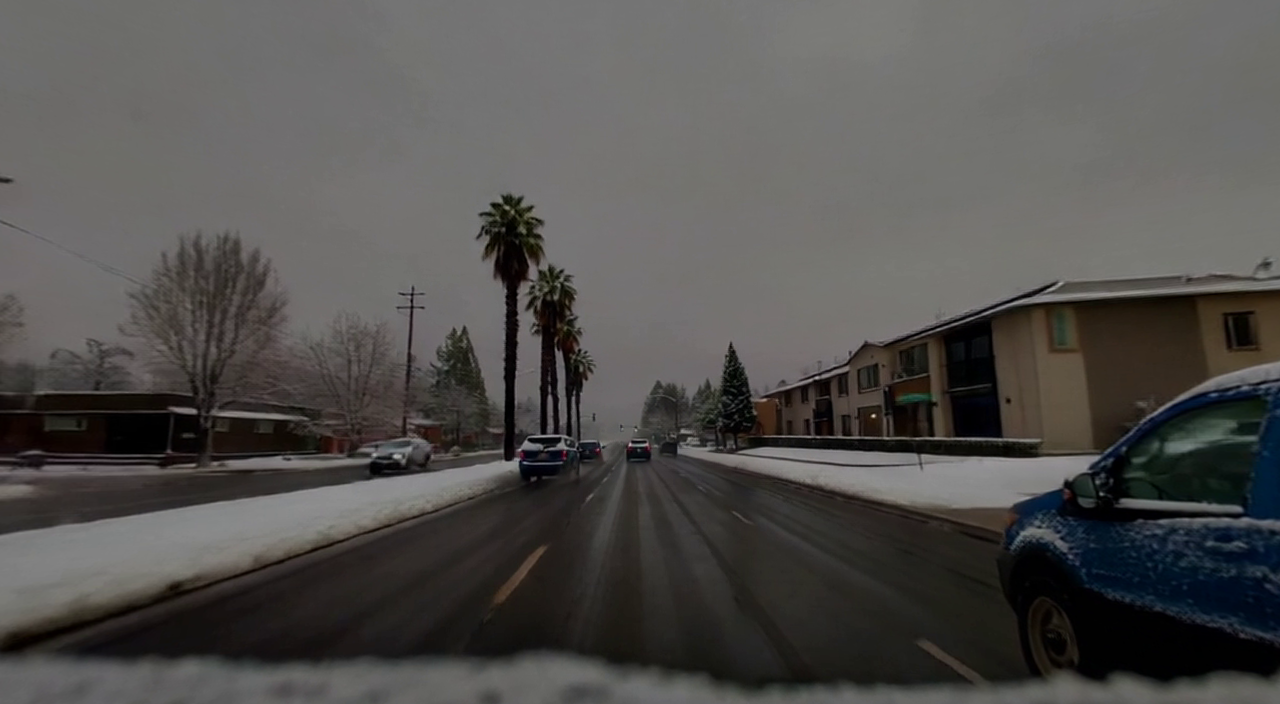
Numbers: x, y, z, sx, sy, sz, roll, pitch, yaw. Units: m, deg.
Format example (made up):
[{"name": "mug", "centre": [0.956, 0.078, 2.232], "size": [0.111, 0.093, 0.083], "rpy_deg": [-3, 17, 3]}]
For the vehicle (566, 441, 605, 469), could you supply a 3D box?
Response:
[{"name": "vehicle", "centre": [-3.015, 5.776, 35.612], "size": [1.869, 1.454, 4.142], "rpy_deg": [0, -8, -1]}]

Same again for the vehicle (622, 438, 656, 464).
[{"name": "vehicle", "centre": [-0.119, 6.951, 44.511], "size": [2.191, 1.761, 3.857], "rpy_deg": [0, -8, -2]}]

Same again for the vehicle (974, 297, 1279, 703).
[{"name": "vehicle", "centre": [3.710, 0.718, 2.380], "size": [2.234, 1.912, 4.847], "rpy_deg": [0, -8, 0]}]

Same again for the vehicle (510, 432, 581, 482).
[{"name": "vehicle", "centre": [-3.405, 3.866, 23.515], "size": [1.967, 1.703, 4.157], "rpy_deg": [0, -8, 0]}]

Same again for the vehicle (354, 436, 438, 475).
[{"name": "vehicle", "centre": [-11.959, 5.093, 31.398], "size": [2.242, 1.770, 4.782], "rpy_deg": [0, -8, 0]}]
